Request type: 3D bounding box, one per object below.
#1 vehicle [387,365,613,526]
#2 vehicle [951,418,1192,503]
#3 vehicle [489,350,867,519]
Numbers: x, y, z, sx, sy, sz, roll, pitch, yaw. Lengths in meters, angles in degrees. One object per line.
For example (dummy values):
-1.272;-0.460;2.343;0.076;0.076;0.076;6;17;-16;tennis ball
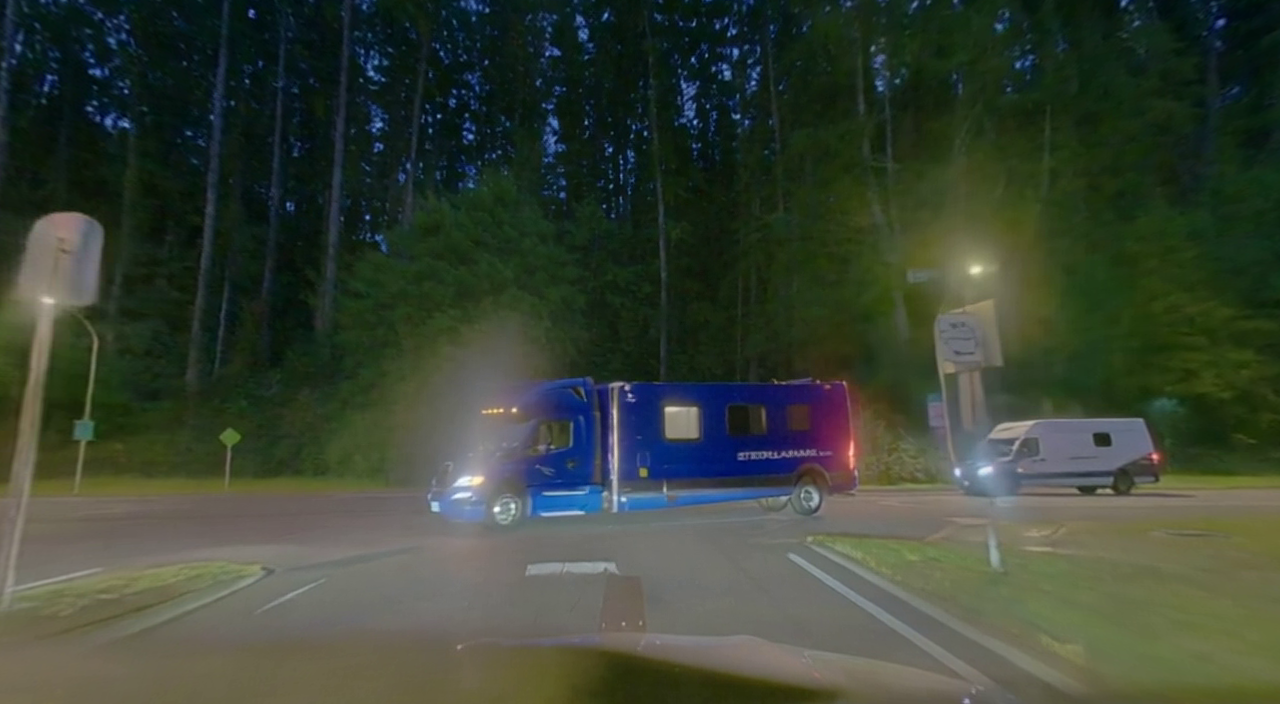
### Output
-3.300;2.188;14.798;4.552;3.175;2.847;4;-10;-25;vehicle
13.310;3.363;19.731;5.923;2.424;2.247;0;-9;-4;vehicle
1.221;2.251;16.860;9.765;3.622;2.740;4;-10;-24;vehicle
